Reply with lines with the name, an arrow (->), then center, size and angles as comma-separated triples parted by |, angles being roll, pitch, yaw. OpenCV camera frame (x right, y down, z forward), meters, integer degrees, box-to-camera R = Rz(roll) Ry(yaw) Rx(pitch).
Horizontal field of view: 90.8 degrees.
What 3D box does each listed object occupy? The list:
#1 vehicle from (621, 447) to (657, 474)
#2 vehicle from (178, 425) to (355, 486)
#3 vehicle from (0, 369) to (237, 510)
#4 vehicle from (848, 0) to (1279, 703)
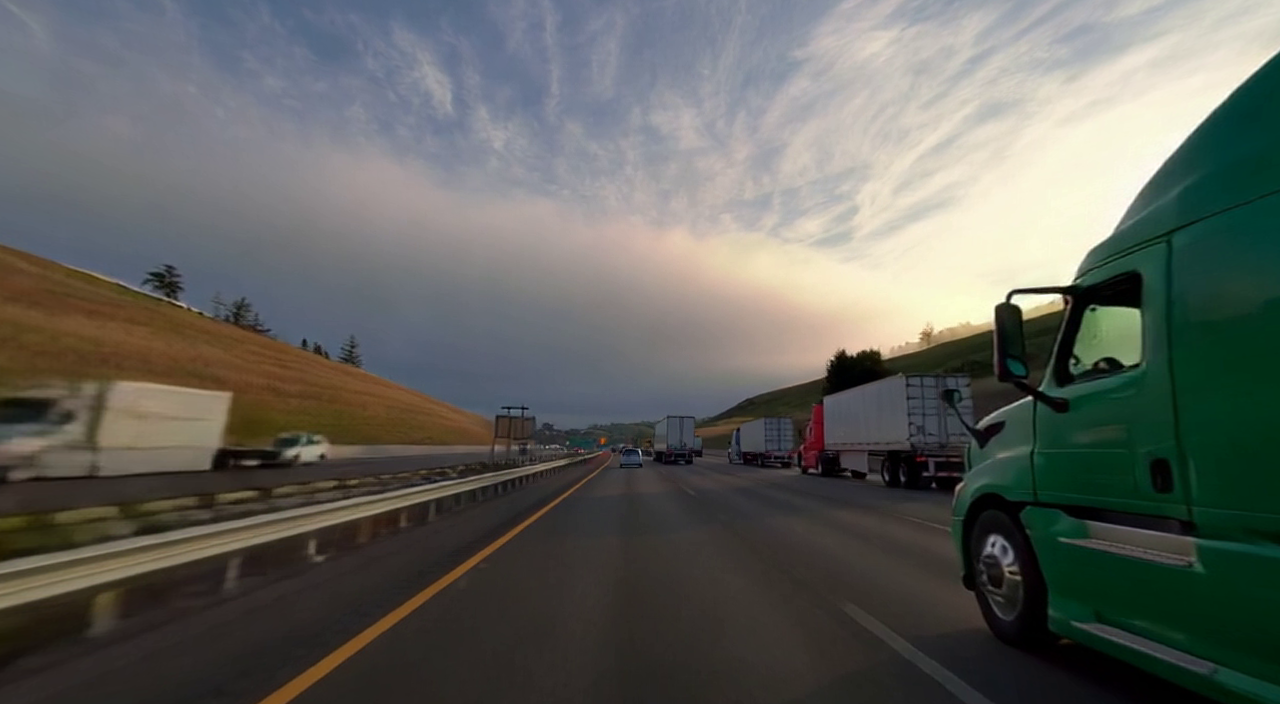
vehicle -> -0.107, 6.108, 35.671 | 1.927, 1.437, 3.794 | 0, -9, -1
vehicle -> -12.630, 3.603, 22.102 | 2.289, 1.820, 6.451 | 0, -9, 0
vehicle -> -12.529, 2.072, 14.745 | 2.278, 2.621, 5.863 | 0, -9, 0
vehicle -> 3.640, 0.004, 3.166 | 2.990, 3.934, 6.180 | 0, -9, 0
